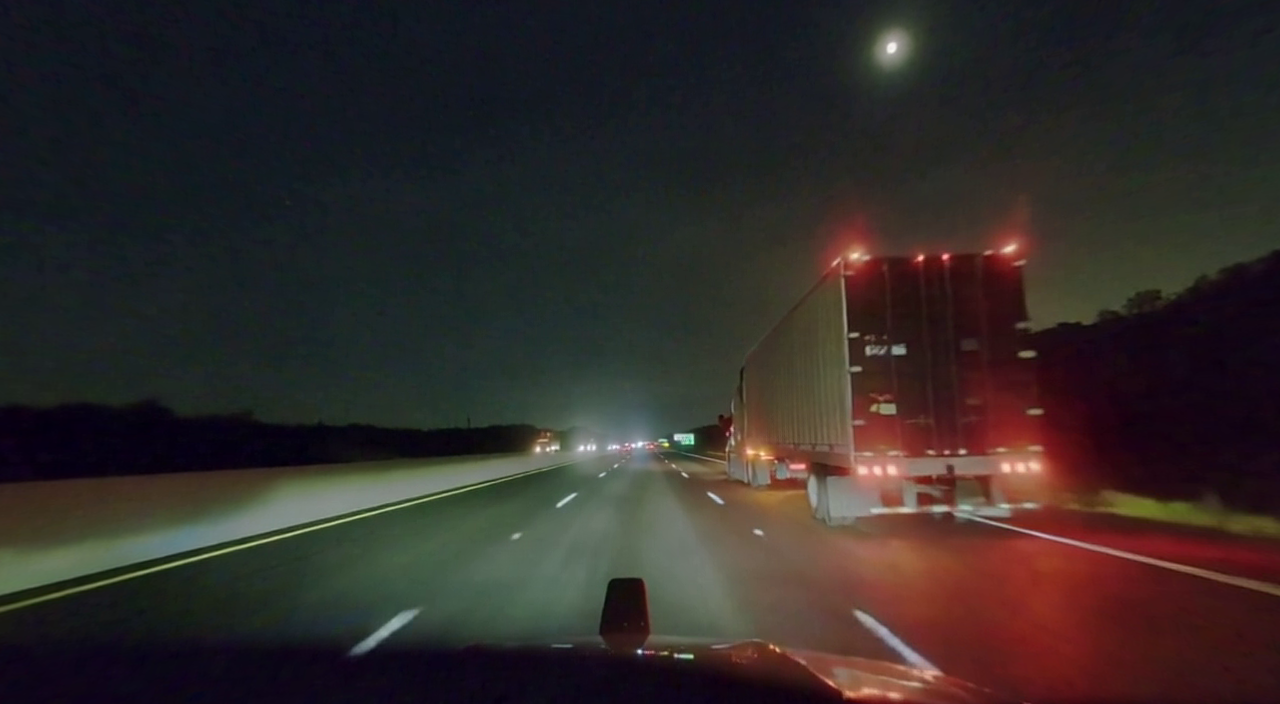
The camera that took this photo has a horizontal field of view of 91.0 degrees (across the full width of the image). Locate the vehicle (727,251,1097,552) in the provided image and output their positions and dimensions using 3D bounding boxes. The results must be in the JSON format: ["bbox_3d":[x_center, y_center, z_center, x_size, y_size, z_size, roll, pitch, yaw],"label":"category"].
[{"bbox_3d":[4.141,1.407,13.763,2.870,3.768,11.872,0,-8,0],"label":"vehicle"}]
